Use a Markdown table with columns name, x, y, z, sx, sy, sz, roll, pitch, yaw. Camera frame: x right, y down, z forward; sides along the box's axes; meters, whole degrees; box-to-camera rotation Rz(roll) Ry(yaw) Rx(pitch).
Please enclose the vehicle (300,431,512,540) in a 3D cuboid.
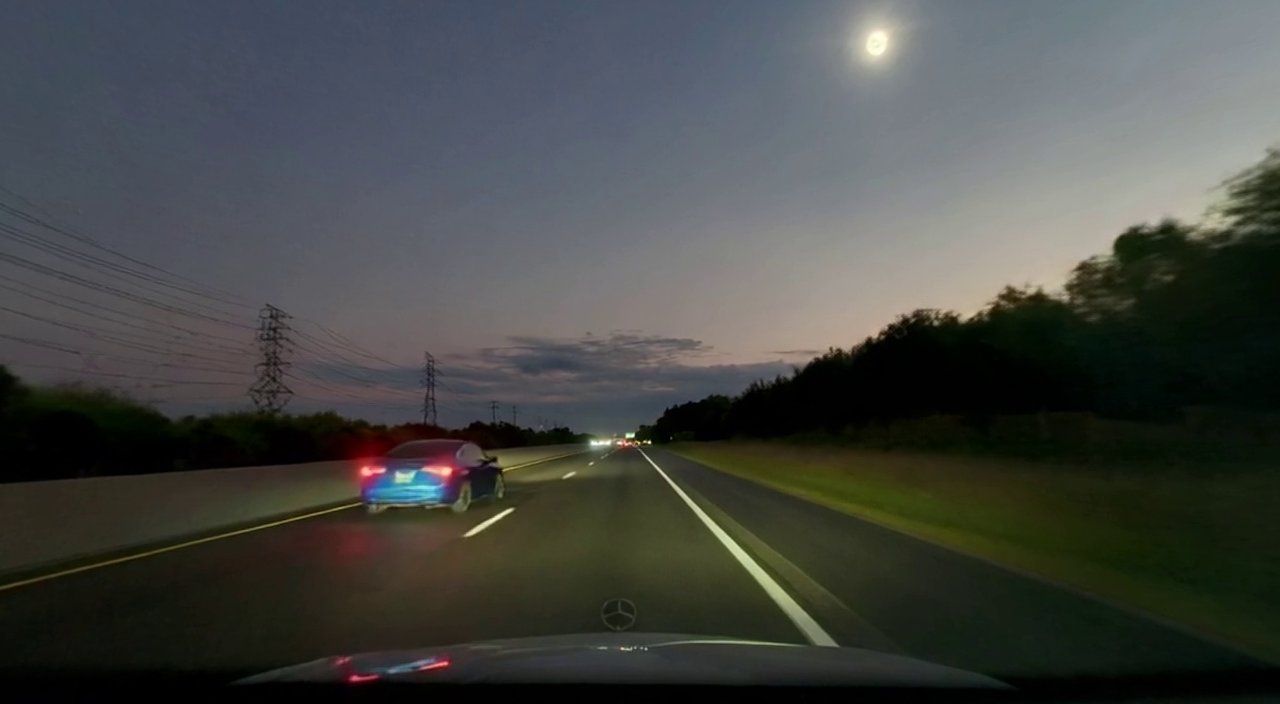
| name | x | y | z | sx | sy | sz | roll | pitch | yaw |
| --- | --- | --- | --- | --- | --- | --- | --- | --- | --- |
| vehicle | -3.972 | 2.316 | 11.770 | 2.158 | 1.604 | 4.679 | 0 | -8 | 0 |
